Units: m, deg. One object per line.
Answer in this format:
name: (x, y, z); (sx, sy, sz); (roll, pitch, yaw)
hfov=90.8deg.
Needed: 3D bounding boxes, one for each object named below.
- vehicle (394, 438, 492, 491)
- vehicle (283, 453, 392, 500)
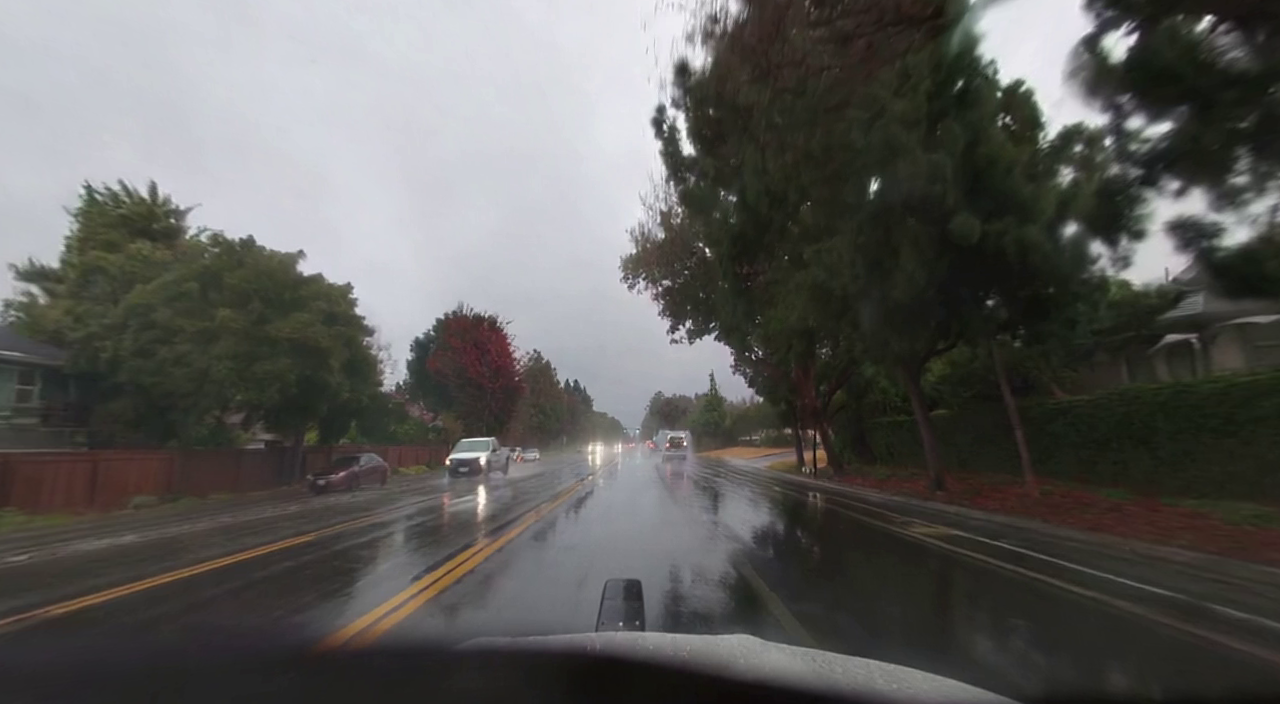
vehicle: (-6.838, 3.950, 22.517); (1.944, 1.655, 4.607); (0, -9, 1)
vehicle: (-12.042, 4.963, 25.607); (1.977, 1.678, 4.694); (0, -9, 2)
